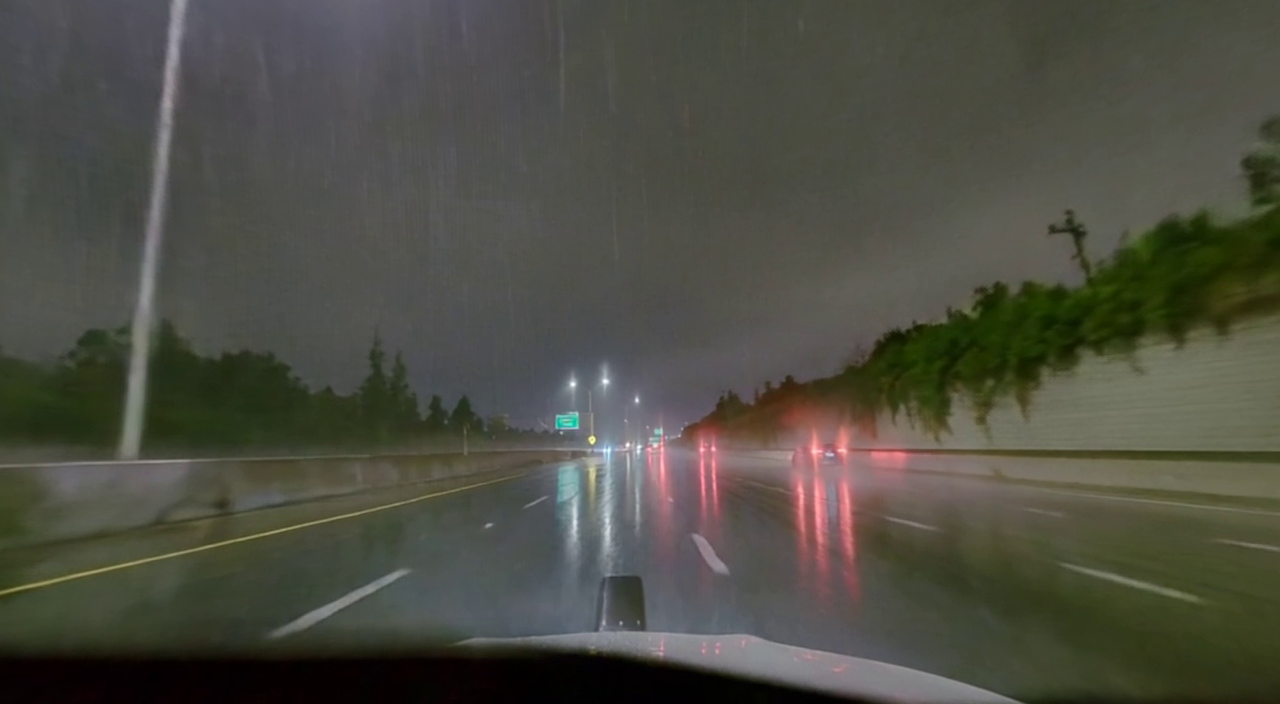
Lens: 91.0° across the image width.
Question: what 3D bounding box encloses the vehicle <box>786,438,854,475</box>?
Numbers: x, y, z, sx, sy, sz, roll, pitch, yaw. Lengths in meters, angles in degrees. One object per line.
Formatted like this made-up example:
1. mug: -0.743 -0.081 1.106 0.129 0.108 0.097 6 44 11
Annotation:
1. vehicle: 9.343 5.461 33.123 2.167 1.781 4.340 0 -9 -1
